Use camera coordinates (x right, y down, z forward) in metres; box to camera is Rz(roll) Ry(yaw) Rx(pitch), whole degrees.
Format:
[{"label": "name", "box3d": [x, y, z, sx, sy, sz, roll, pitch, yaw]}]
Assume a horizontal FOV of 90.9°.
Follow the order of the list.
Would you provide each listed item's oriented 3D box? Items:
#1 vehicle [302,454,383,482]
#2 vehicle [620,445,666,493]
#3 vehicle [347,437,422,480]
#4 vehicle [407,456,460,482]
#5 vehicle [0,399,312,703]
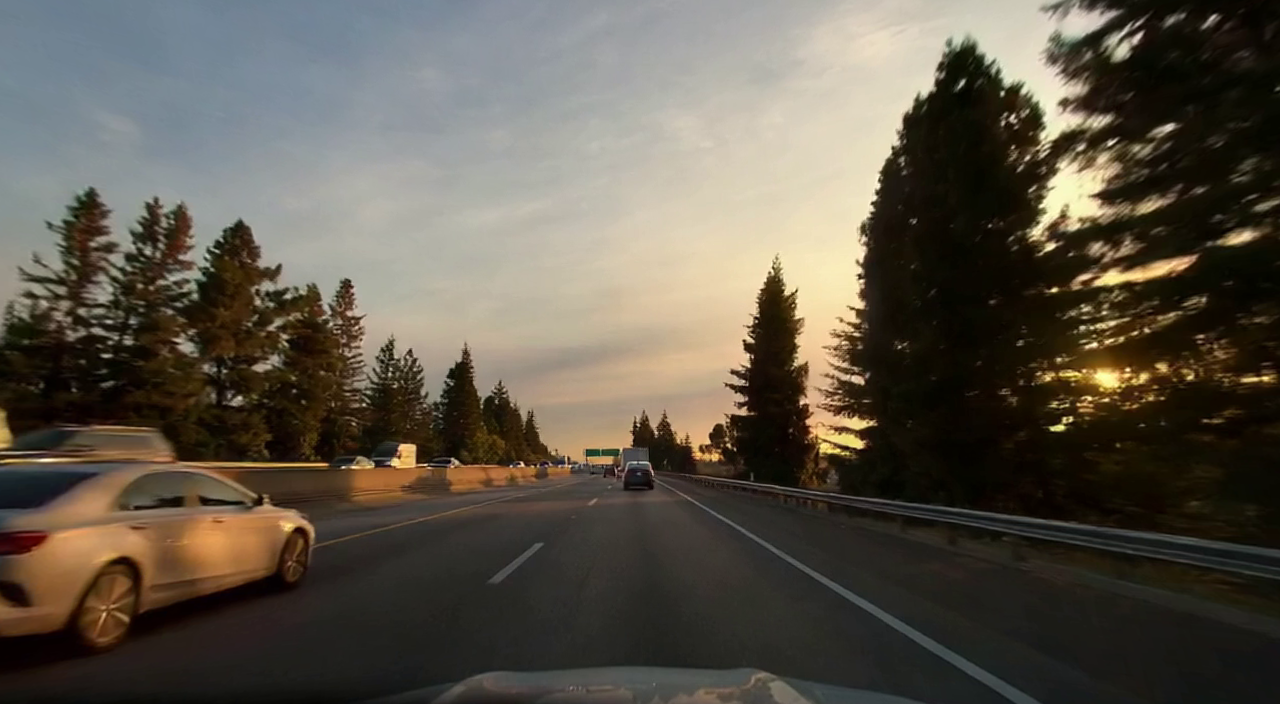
[{"label": "vehicle", "box3d": [-17.090, 6.732, 36.471, 2.354, 1.461, 4.828, 1, -11, -1]}, {"label": "vehicle", "box3d": [0.151, 6.884, 37.179, 2.482, 2.549, 5.447, 1, -11, 0]}, {"label": "vehicle", "box3d": [-17.322, 7.342, 43.119, 2.544, 2.700, 5.950, 1, -11, 0]}, {"label": "vehicle", "box3d": [-13.029, 7.451, 40.052, 1.871, 1.478, 4.406, 1, -11, 0]}, {"label": "vehicle", "box3d": [-4.262, 1.212, 4.091, 2.100, 1.605, 3.883, 1, -11, 0]}]
